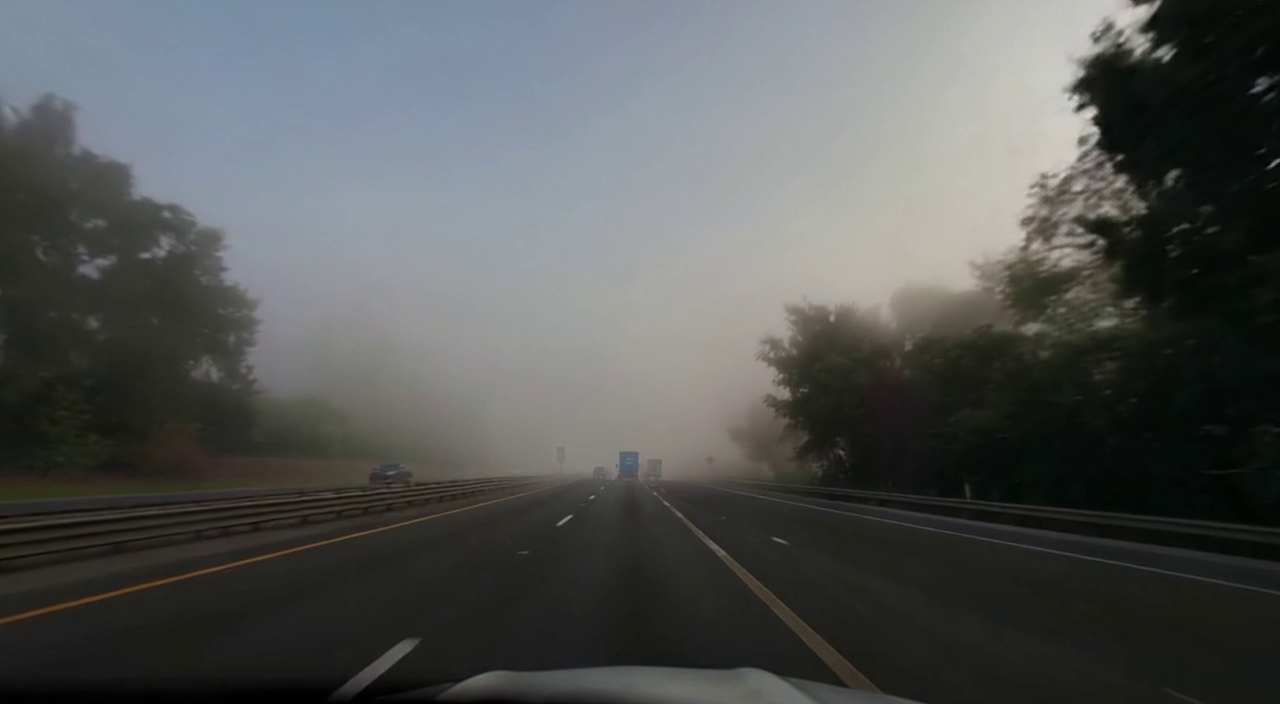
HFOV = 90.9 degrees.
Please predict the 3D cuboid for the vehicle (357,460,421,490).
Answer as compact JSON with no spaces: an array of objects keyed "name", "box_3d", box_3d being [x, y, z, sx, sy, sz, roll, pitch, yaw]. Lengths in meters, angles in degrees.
[{"name":"vehicle","box_3d":[-13.679,6.714,34.542,1.859,1.468,3.965,1,-10,0]}]
